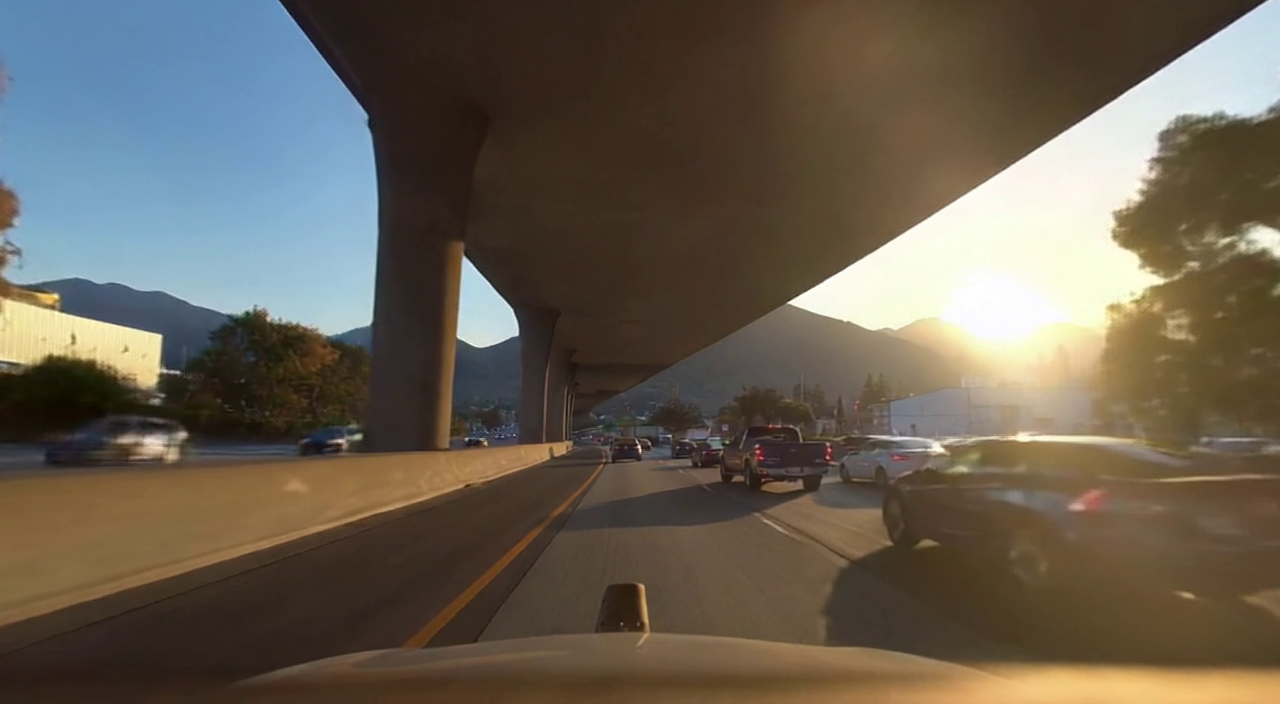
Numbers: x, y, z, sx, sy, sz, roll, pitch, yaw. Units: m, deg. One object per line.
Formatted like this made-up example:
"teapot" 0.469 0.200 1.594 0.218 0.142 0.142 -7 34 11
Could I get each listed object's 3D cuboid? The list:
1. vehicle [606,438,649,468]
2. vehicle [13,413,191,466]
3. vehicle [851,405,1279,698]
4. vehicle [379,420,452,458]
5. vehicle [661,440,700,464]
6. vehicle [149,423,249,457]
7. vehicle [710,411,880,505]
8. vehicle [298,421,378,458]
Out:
"vehicle" -0.700 5.556 34.853 2.266 1.549 3.978 0 -8 -1
"vehicle" -18.776 3.135 22.455 2.111 1.654 4.790 0 -8 -1
"vehicle" 3.850 1.395 5.810 2.048 1.497 4.952 0 -8 -1
"vehicle" -11.427 4.500 32.523 2.118 1.831 4.729 0 -8 -2
"vehicle" 2.654 6.688 42.500 2.057 1.517 4.538 0 -8 -3
"vehicle" -23.191 4.681 33.487 1.997 1.665 4.822 0 -8 -3
"vehicle" 3.841 2.872 17.590 2.747 2.061 7.011 0 -8 -2
"vehicle" -15.583 4.583 32.918 2.017 1.764 4.633 0 -8 -2
